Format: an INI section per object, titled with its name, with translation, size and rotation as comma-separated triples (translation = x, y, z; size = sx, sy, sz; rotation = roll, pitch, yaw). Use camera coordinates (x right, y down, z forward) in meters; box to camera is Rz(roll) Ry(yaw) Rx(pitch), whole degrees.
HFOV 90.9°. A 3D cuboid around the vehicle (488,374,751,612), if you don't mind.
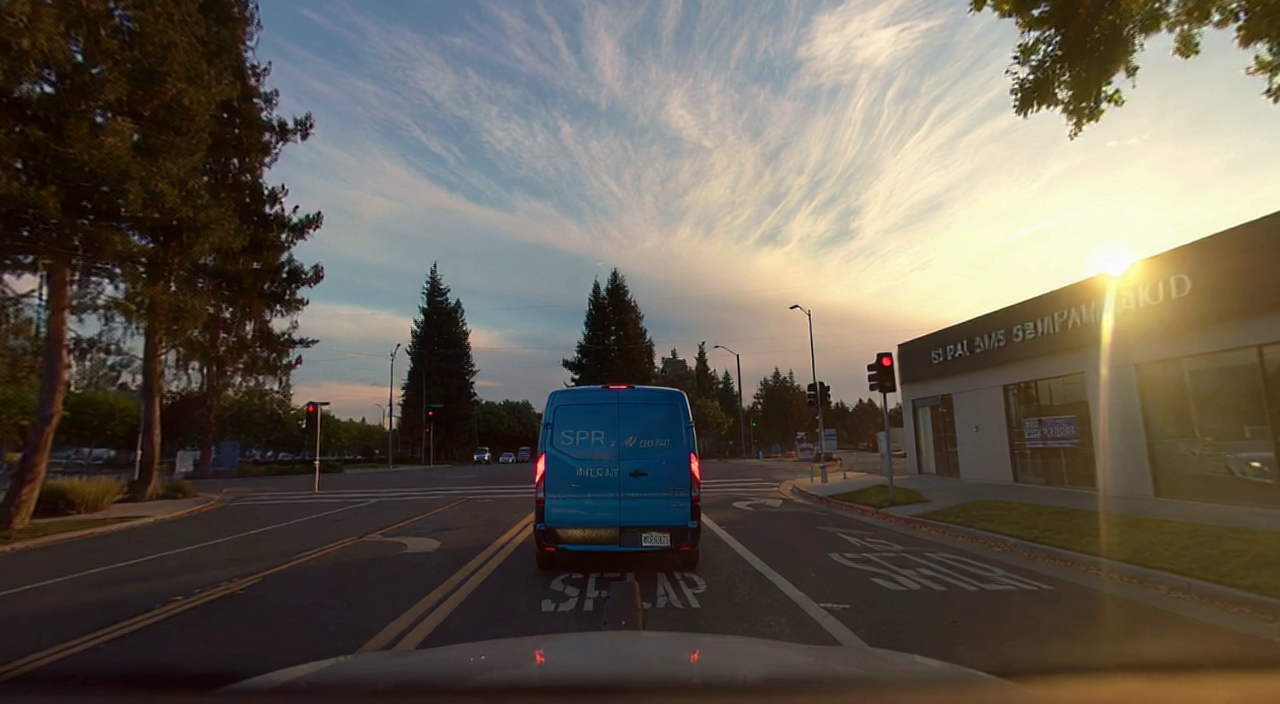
[vehicle]
translation = -0.296, 1.469, 7.298
size = 2.181, 1.949, 3.932
rotation = 1, -9, -4
